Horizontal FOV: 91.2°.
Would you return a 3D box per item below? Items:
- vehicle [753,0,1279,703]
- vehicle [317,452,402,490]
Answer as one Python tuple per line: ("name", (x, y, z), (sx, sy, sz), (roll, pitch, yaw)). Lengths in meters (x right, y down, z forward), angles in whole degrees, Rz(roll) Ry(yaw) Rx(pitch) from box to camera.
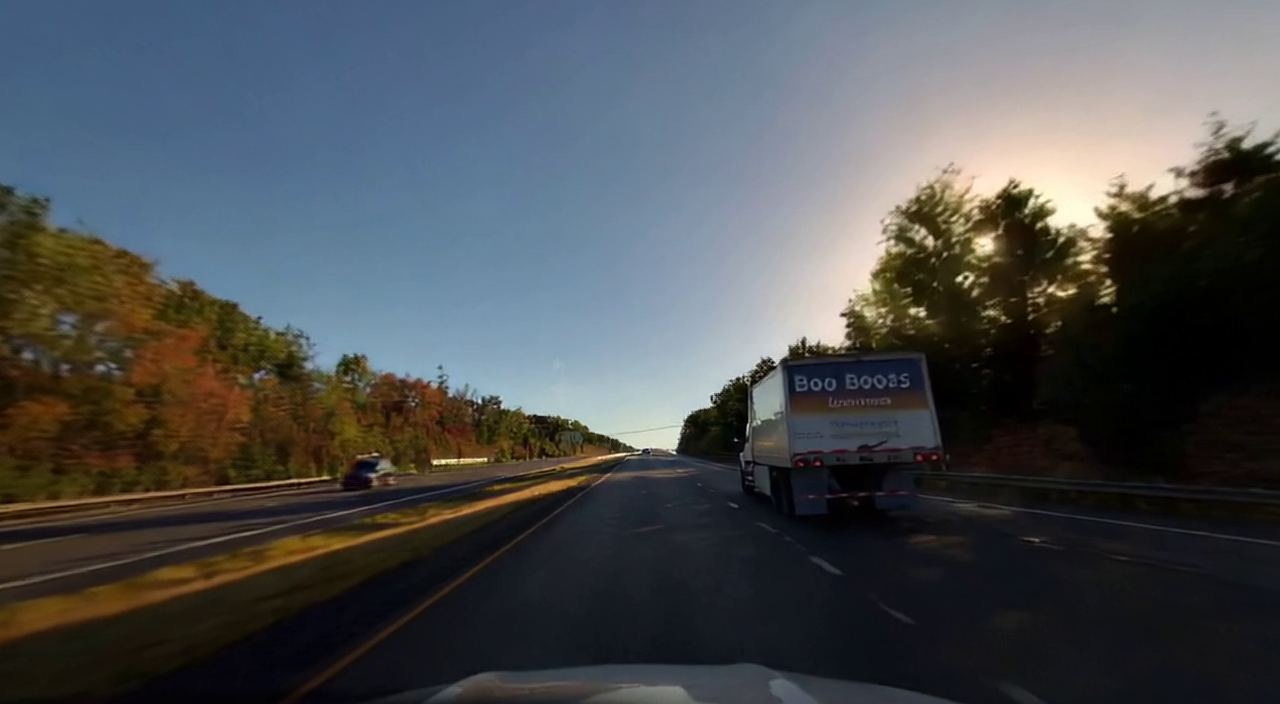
("vehicle", (4.346, 0.148, 5.606), (3.537, 4.071, 17.399), (0, -9, 0))
("vehicle", (-12.878, 5.452, 29.073), (1.917, 1.615, 4.189), (-1, -9, 1))
